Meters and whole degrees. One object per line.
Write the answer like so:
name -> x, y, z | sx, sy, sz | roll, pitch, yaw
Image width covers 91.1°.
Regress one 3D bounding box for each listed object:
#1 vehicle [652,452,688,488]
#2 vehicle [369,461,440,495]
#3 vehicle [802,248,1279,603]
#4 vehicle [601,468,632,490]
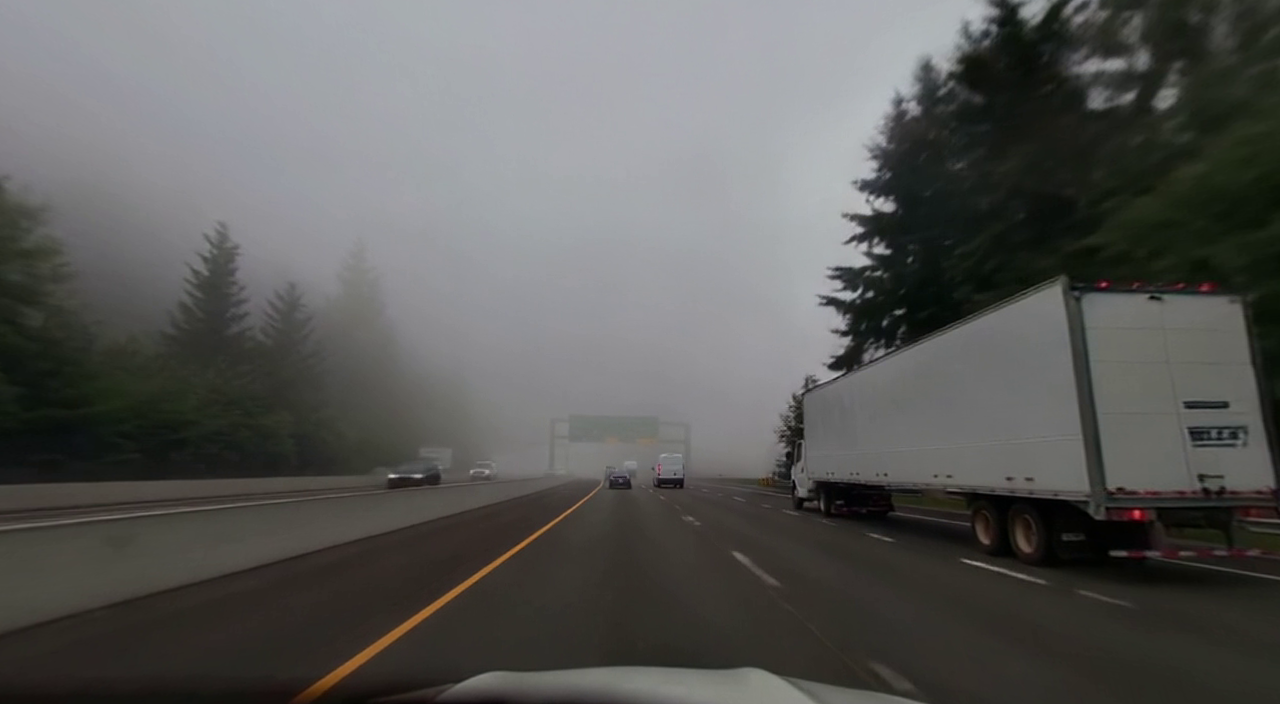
vehicle -> 2.267, 9.192, 49.026 | 2.291, 2.639, 5.280 | 1, -10, -3
vehicle -> -11.203, 6.025, 30.189 | 1.890, 1.515, 3.920 | 1, -10, -1
vehicle -> 7.157, 2.058, 14.384 | 2.866, 4.102, 14.351 | 1, -10, -1
vehicle -> -1.716, 9.180, 45.589 | 2.106, 1.524, 4.381 | 1, -10, -2
